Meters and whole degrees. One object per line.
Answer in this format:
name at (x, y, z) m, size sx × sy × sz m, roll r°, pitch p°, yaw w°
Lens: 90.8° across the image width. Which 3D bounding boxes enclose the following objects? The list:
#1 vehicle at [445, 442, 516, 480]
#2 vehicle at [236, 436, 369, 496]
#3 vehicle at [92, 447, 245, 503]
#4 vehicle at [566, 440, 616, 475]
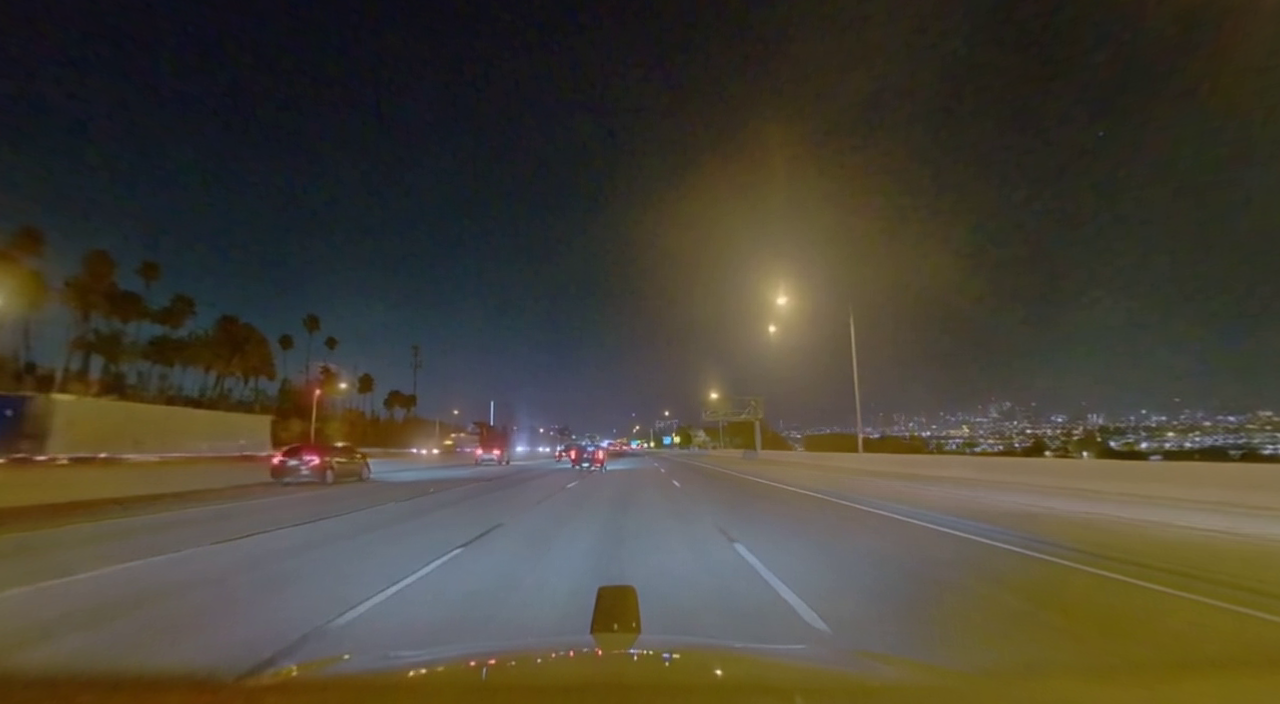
vehicle at (-7.625, 5.227, 30.649) m, size 2.204 × 1.677 × 4.438 m, roll -1°, pitch -8°, yaw 1°
vehicle at (-11.884, 4.005, 22.724) m, size 1.986 × 1.875 × 4.902 m, roll -1°, pitch -8°, yaw 1°
vehicle at (-15.890, 4.107, 21.627) m, size 1.836 × 1.662 × 4.317 m, roll -1°, pitch -8°, yaw 1°
vehicle at (-2.424, 5.365, 32.401) m, size 2.201 × 1.672 × 4.128 m, roll -1°, pitch -8°, yaw 0°
